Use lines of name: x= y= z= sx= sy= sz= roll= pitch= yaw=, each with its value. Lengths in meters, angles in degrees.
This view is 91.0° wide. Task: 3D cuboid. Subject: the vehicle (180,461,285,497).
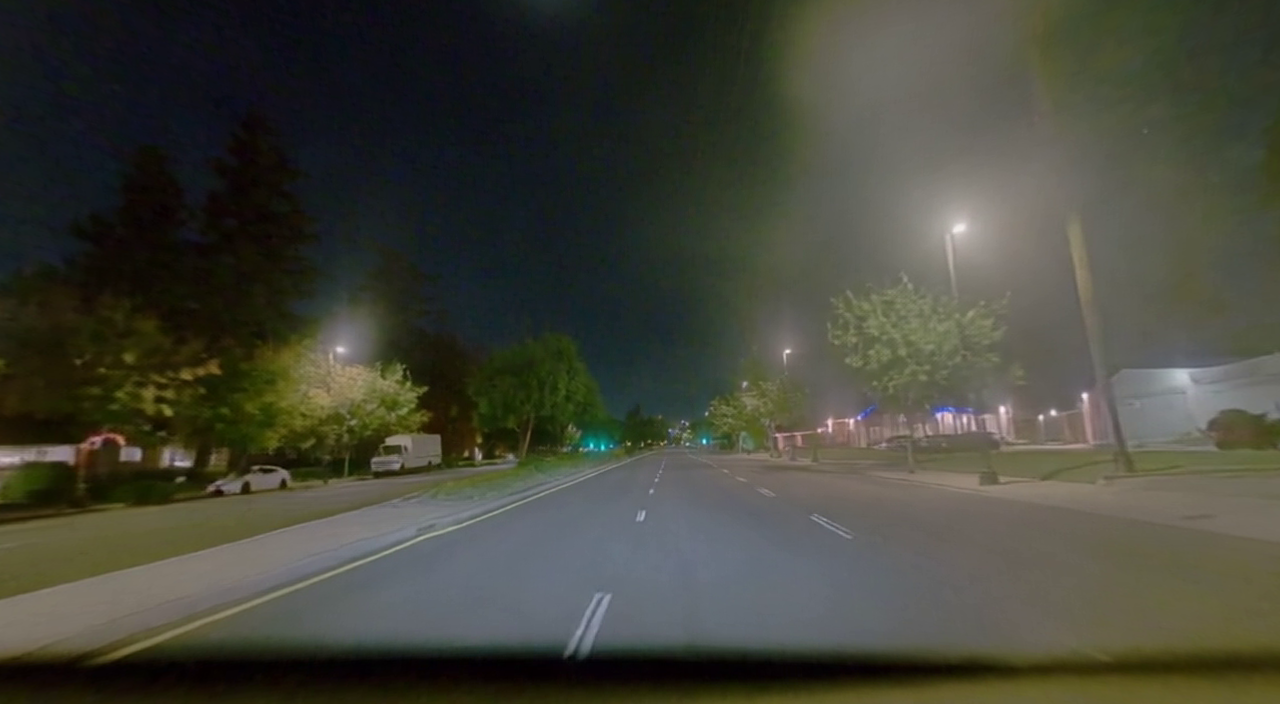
vehicle: x=-19.547 y=6.081 z=30.452 sx=1.820 sy=1.459 sz=4.559 roll=0 pitch=-8 yaw=3

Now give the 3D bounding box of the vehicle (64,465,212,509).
vehicle: x=-19.776 y=5.314 z=25.113 sx=1.929 sy=1.393 sz=4.611 roll=0 pitch=-8 yaw=4

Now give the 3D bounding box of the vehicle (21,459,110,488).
vehicle: x=-32.138 y=6.794 z=35.310 sx=1.548 sy=1.426 sz=3.591 roll=-3 pitch=-10 yaw=1
